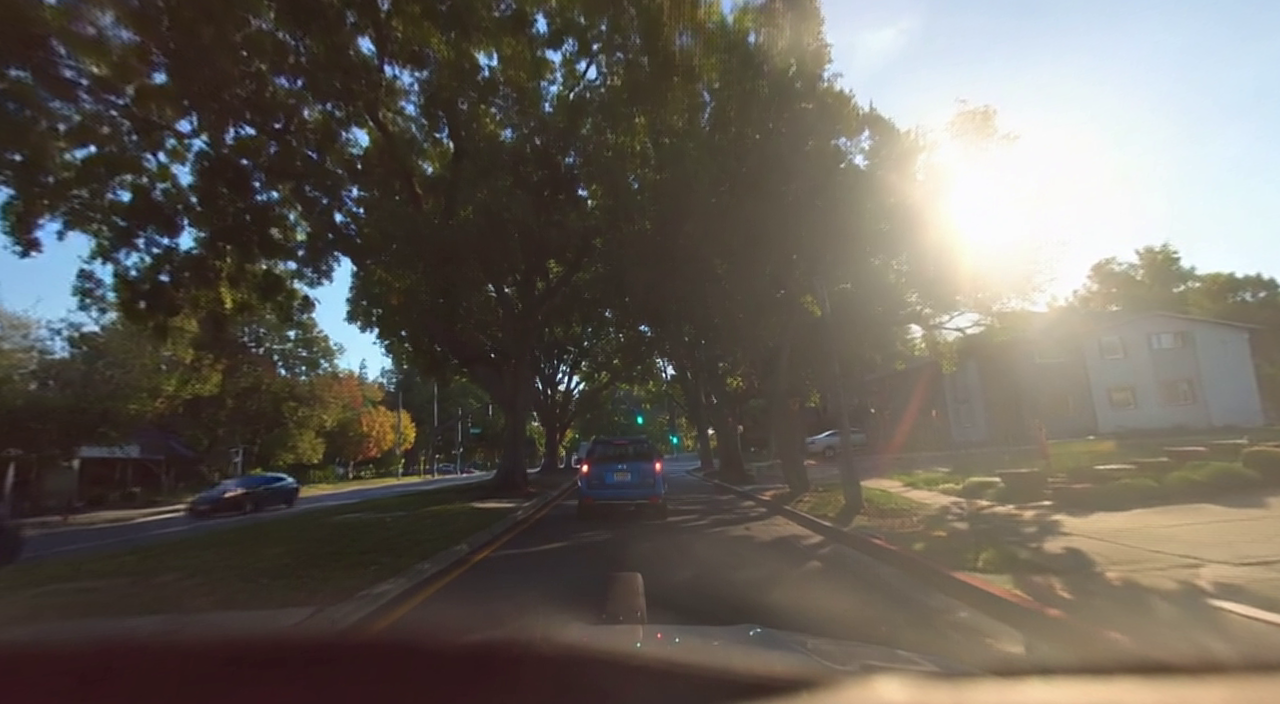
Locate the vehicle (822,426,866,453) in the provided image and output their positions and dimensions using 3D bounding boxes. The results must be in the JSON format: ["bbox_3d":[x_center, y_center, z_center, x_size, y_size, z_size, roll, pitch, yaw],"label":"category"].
[{"bbox_3d":[16.011,6.952,49.852,2.039,1.990,5.111,0,-8,3],"label":"vehicle"}]

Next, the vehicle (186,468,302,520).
[{"bbox_3d":[-15.650,5.589,25.266,1.785,1.699,4.328,0,-8,0],"label":"vehicle"}]

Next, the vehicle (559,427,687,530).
[{"bbox_3d":[-0.314,2.402,12.583,2.136,1.703,3.910,0,-8,-1],"label":"vehicle"}]
